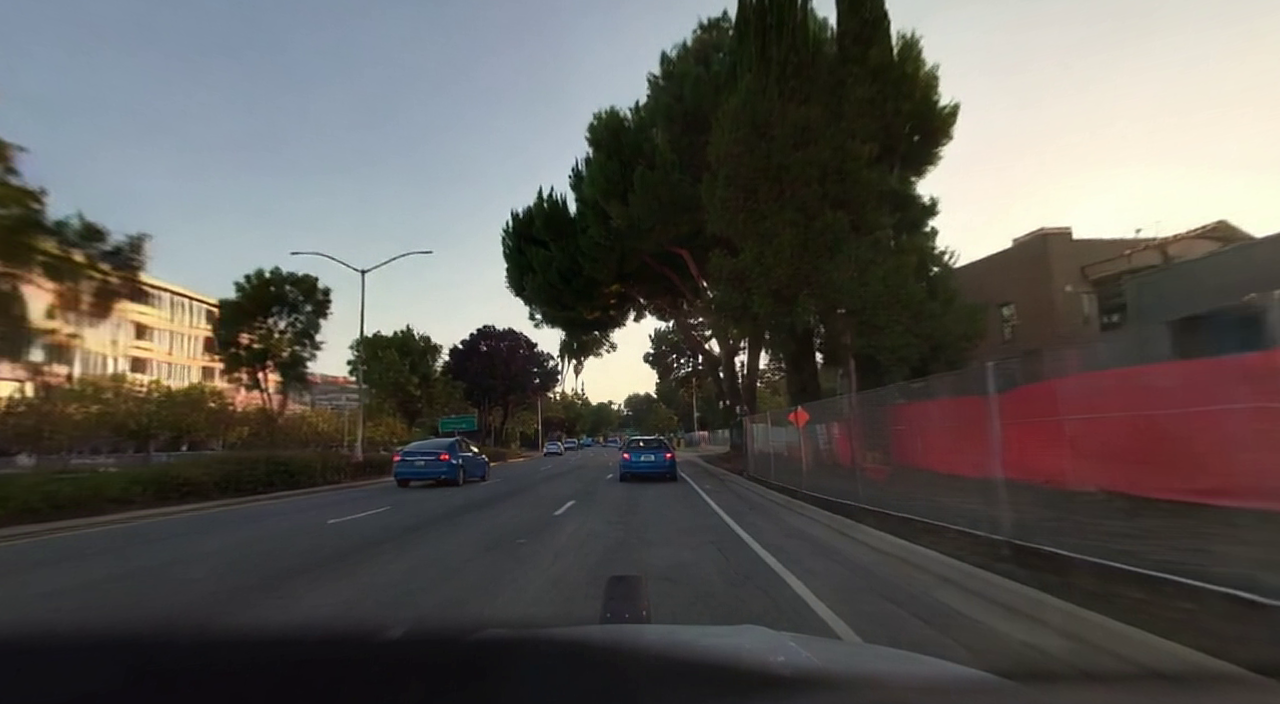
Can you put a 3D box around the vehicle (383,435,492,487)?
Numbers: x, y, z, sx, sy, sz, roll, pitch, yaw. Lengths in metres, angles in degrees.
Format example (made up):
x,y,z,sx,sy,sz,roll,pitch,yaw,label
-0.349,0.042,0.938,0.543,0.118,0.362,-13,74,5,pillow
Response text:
x,y,z,sx,sy,sz,roll,pitch,yaw,label
-6.335,3.460,20.304,1.877,1.479,4.430,-1,-8,3,vehicle

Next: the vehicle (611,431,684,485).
x,y,z,sx,sy,sz,roll,pitch,yaw,label
0.252,3.546,21.356,2.227,1.654,4.091,0,-8,0,vehicle
